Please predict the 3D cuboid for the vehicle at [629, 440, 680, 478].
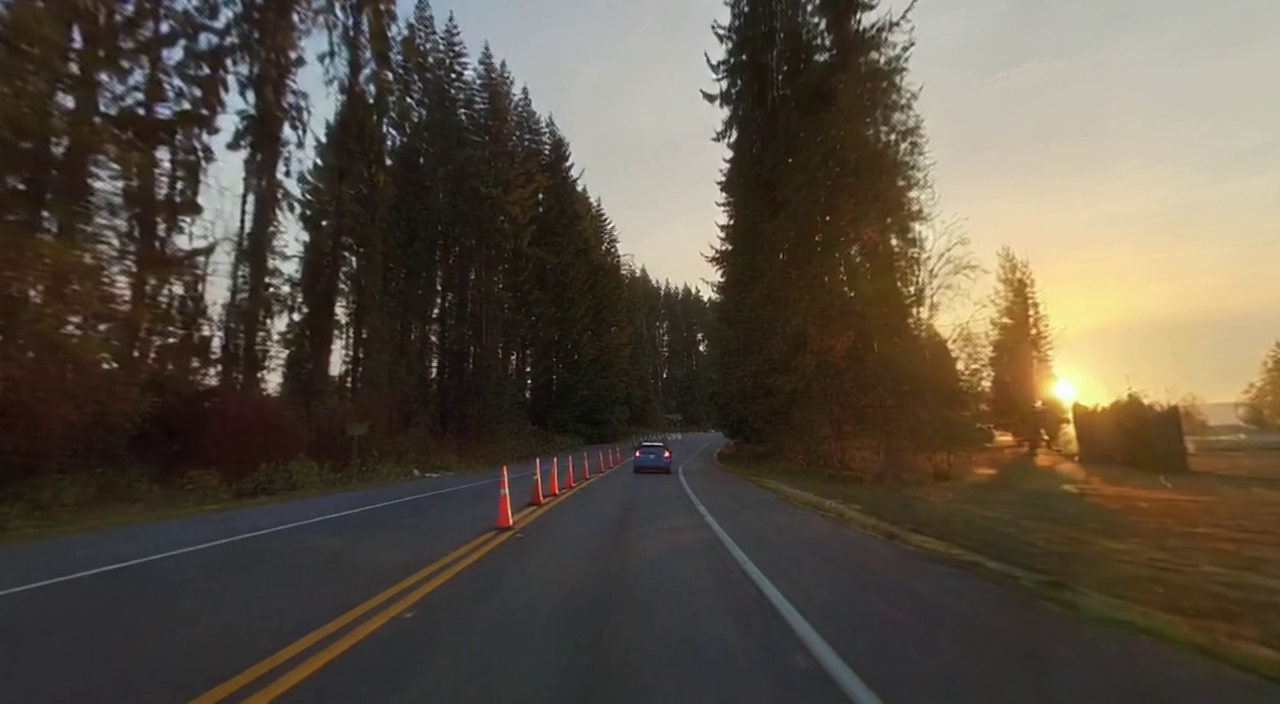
[{"bbox_3d":[0.660,4.552,27.103,2.042,1.489,3.963,0,-9,2],"label":"vehicle"}]
